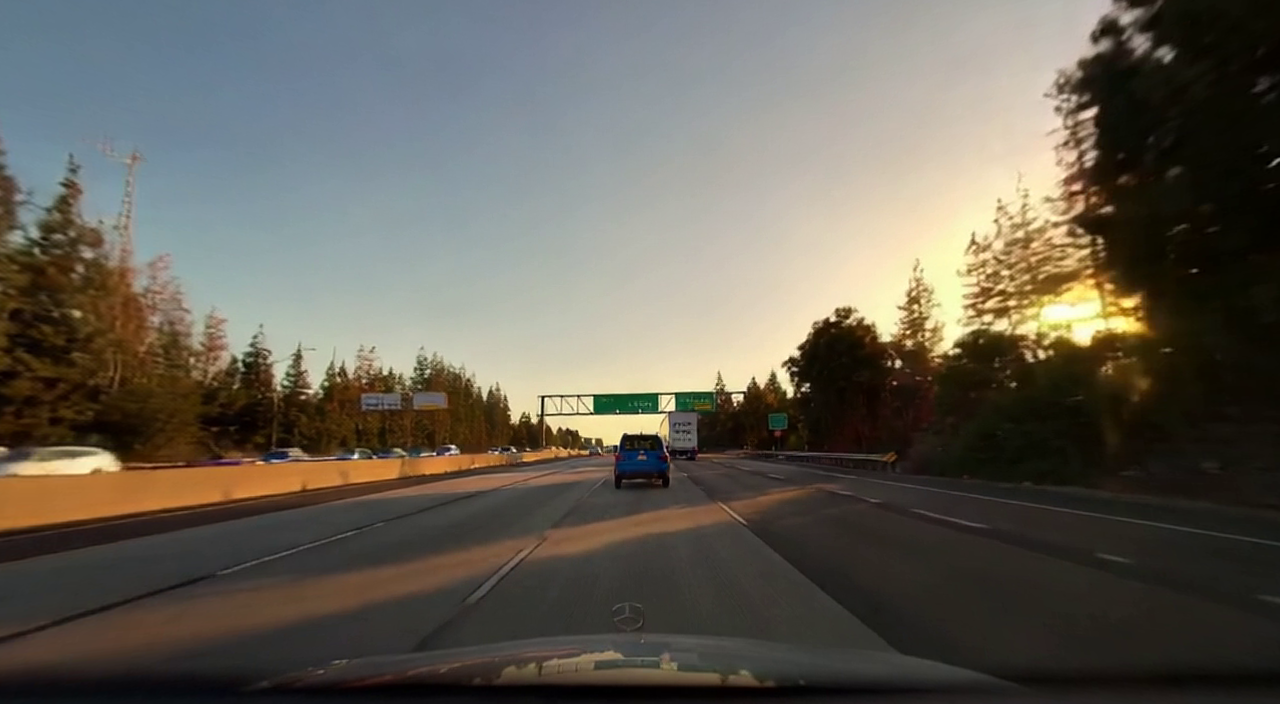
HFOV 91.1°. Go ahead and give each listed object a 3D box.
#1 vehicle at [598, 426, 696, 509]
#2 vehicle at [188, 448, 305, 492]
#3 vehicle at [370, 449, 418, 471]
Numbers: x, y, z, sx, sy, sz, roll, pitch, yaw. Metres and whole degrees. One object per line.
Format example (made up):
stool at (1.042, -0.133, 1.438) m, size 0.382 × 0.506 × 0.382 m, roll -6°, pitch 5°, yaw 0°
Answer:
vehicle at (0.183, 2.731, 15.286) m, size 2.054 × 1.706 × 4.201 m, roll 0°, pitch -8°, yaw 1°
vehicle at (-15.306, 4.580, 24.706) m, size 1.858 × 1.554 × 4.055 m, roll 0°, pitch -8°, yaw 2°
vehicle at (-18.398, 8.096, 47.174) m, size 1.811 × 1.508 × 4.201 m, roll 0°, pitch -8°, yaw 2°
